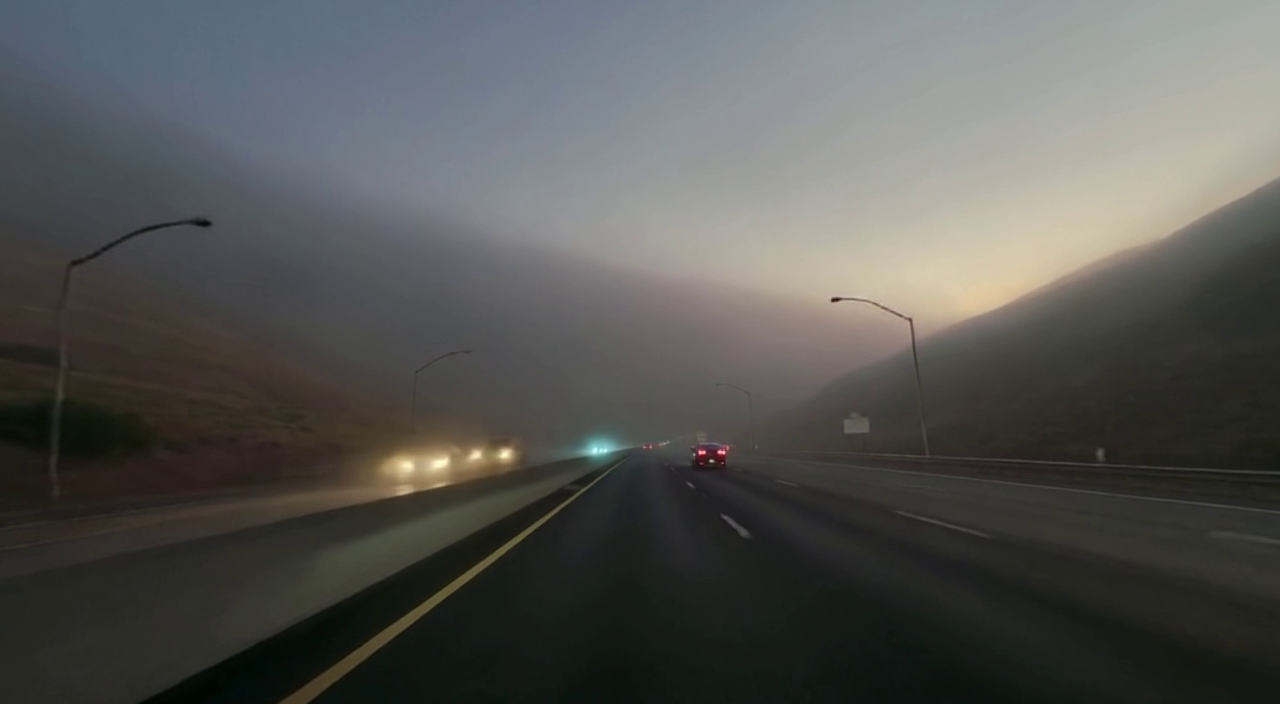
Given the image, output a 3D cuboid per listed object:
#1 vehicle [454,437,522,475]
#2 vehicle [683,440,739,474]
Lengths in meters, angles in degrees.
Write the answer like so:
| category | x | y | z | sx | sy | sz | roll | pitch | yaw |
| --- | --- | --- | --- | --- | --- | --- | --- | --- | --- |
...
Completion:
| category | x | y | z | sx | sy | sz | roll | pitch | yaw |
| --- | --- | --- | --- | --- | --- | --- | --- | --- | --- |
| vehicle | -8.338 | 5.738 | 35.192 | 2.258 | 1.943 | 5.731 | 0 | -8 | 1 |
| vehicle | 3.150 | 4.759 | 28.882 | 2.044 | 1.444 | 4.216 | 0 | -8 | 0 |
